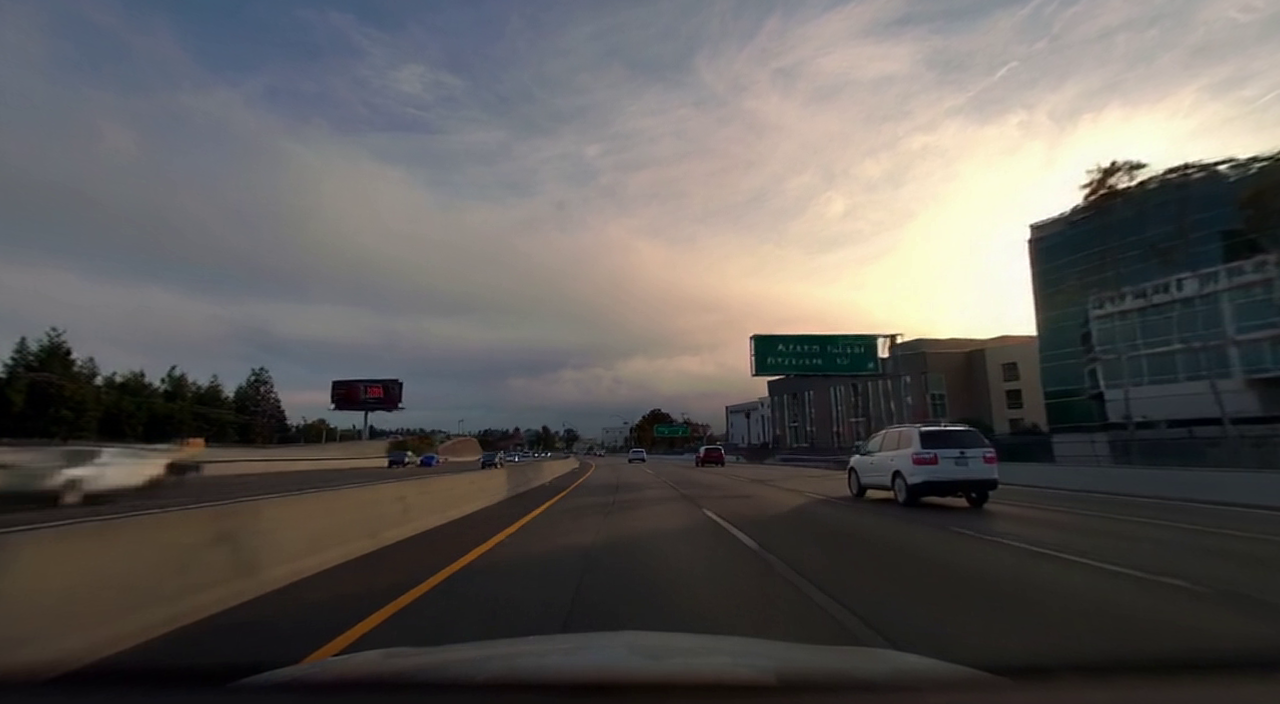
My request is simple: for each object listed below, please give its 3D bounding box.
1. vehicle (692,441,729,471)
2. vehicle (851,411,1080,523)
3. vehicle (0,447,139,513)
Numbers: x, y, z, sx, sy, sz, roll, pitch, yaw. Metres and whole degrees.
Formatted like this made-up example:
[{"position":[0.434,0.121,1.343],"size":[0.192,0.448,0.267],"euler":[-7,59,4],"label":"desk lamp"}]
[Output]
[{"position":[5.424,8.072,49.096],"size":[2.043,2.154,4.731],"euler":[1,-9,-4],"label":"vehicle"},{"position":[6.600,2.417,13.715],"size":[2.181,1.952,4.973],"euler":[0,-9,-2],"label":"vehicle"},{"position":[-16.992,3.493,17.677],"size":[2.079,1.623,4.775],"euler":[0,-9,-1],"label":"vehicle"}]
